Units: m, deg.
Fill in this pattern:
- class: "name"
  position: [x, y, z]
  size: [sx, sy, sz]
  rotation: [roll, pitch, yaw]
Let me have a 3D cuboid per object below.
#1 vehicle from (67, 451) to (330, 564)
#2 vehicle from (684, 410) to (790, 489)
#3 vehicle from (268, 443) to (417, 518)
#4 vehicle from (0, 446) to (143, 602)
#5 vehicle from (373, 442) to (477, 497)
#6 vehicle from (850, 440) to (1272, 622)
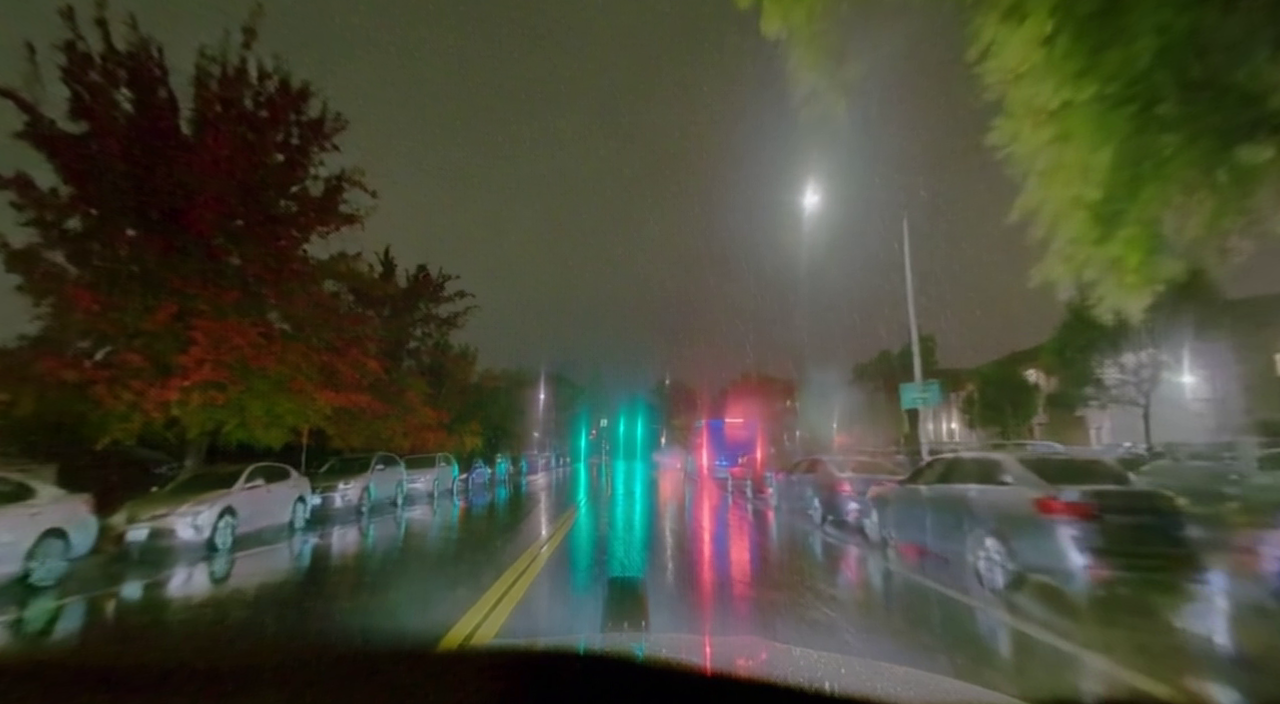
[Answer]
- class: "vehicle"
  position: [-7.221, 2.508, 10.936]
  size: [1.775, 1.433, 4.011]
  rotation: [-2, -8, -2]
- class: "vehicle"
  position: [3.799, 4.108, 26.671]
  size: [3.089, 2.882, 6.770]
  rotation: [0, -9, -3]
- class: "vehicle"
  position: [-7.438, 3.196, 16.300]
  size: [1.874, 1.607, 4.174]
  rotation: [-1, -8, -1]
- class: "vehicle"
  position: [-7.180, 1.643, 5.782]
  size: [1.950, 1.489, 4.214]
  rotation: [-1, -9, -3]
- class: "vehicle"
  position: [-7.535, 4.142, 22.690]
  size: [1.984, 1.745, 4.866]
  rotation: [0, -9, 0]
- class: "vehicle"
  position: [4.206, 1.796, 7.437]
  size: [1.804, 1.453, 4.462]
  rotation: [0, -9, -1]
